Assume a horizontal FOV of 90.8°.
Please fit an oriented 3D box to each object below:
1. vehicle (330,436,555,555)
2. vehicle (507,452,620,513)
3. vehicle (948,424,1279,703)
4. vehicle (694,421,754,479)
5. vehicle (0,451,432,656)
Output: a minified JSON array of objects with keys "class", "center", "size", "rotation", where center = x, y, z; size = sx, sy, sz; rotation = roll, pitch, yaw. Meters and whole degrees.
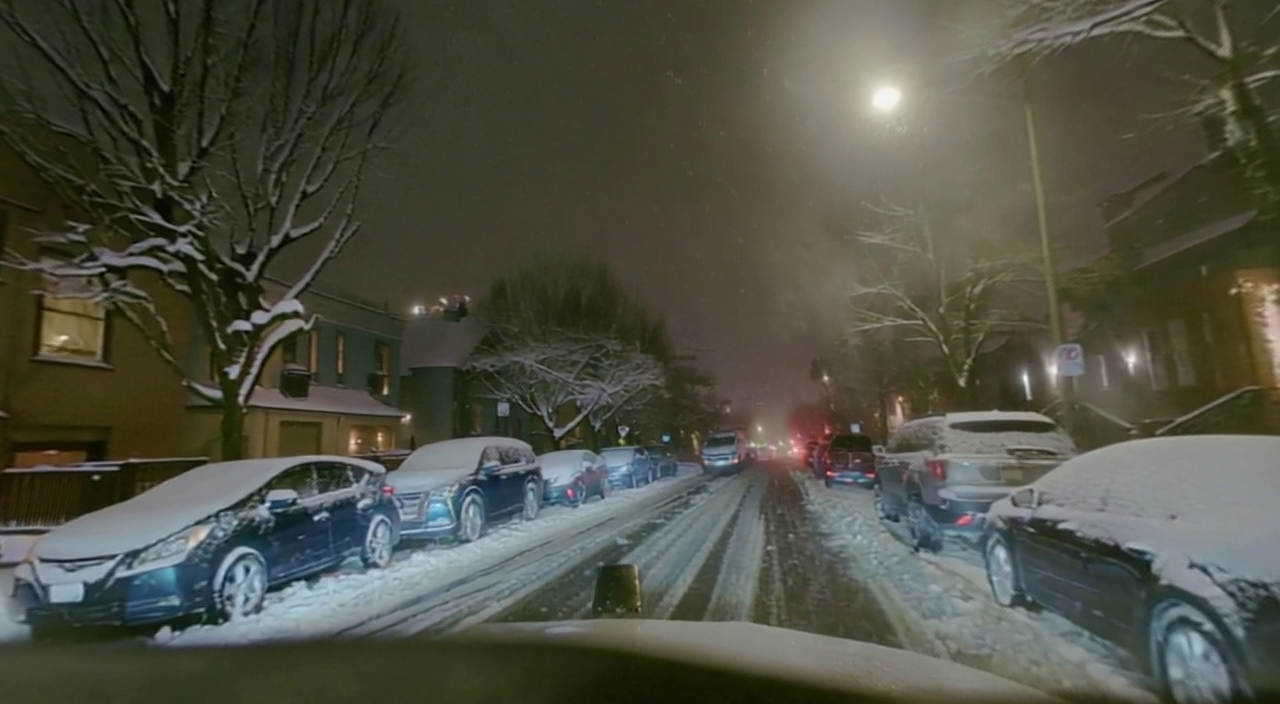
[{"class":"vehicle","center":[-3.463,2.603,12.445],"size":[2.203,1.815,4.972],"rotation":[-1,-8,9]},{"class":"vehicle","center":[-2.046,3.695,18.526],"size":[1.861,1.474,4.749],"rotation":[-2,-9,12]},{"class":"vehicle","center":[3.738,1.237,3.968],"size":[1.992,1.456,4.610],"rotation":[-2,-8,10]},{"class":"vehicle","center":[4.864,5.463,35.543],"size":[2.716,2.887,6.781],"rotation":[-2,-9,12]},{"class":"vehicle","center":[-4.366,1.916,7.244],"size":[1.855,1.510,4.406],"rotation":[-2,-8,10]}]
